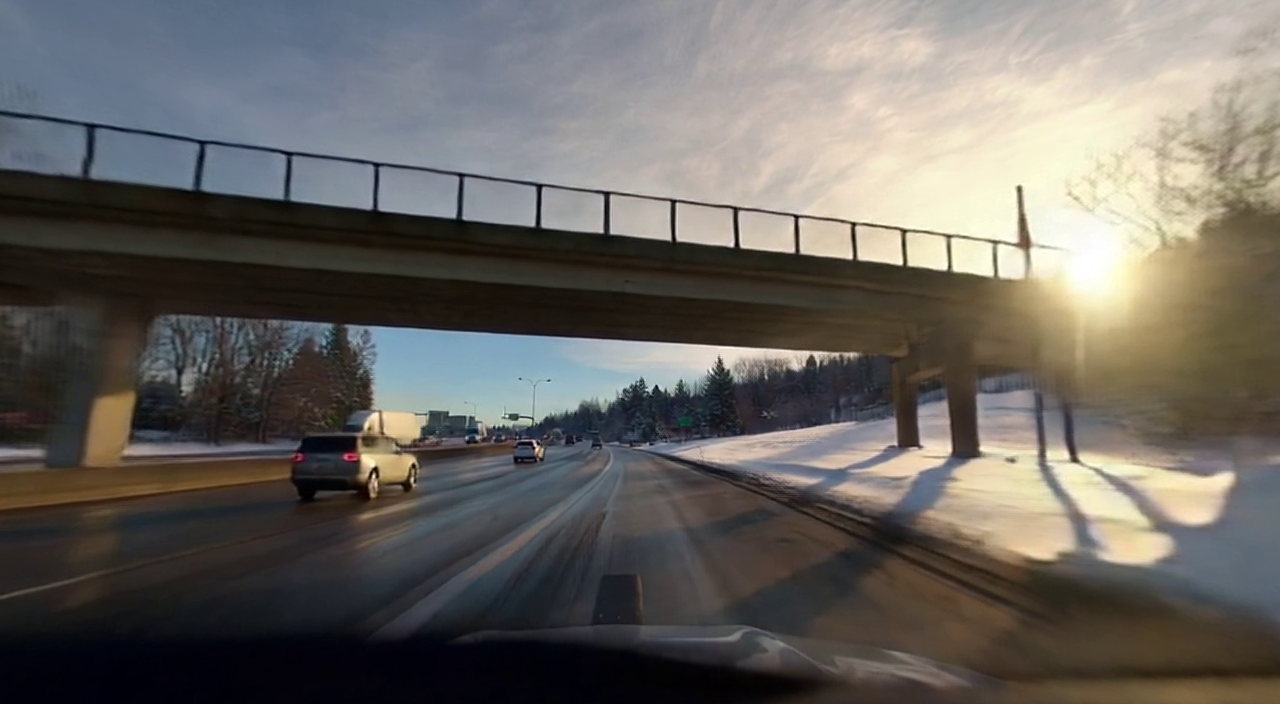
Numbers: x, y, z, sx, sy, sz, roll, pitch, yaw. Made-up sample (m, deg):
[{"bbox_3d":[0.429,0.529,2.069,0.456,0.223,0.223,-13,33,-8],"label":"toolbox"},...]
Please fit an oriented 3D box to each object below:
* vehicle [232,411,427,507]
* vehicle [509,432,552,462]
[{"bbox_3d":[-7.075,2.480,15.090,2.188,1.896,4.810,0,-8,0],"label":"vehicle"},{"bbox_3d":[-7.239,6.308,41.864,1.956,1.888,4.512,0,-8,1],"label":"vehicle"}]
